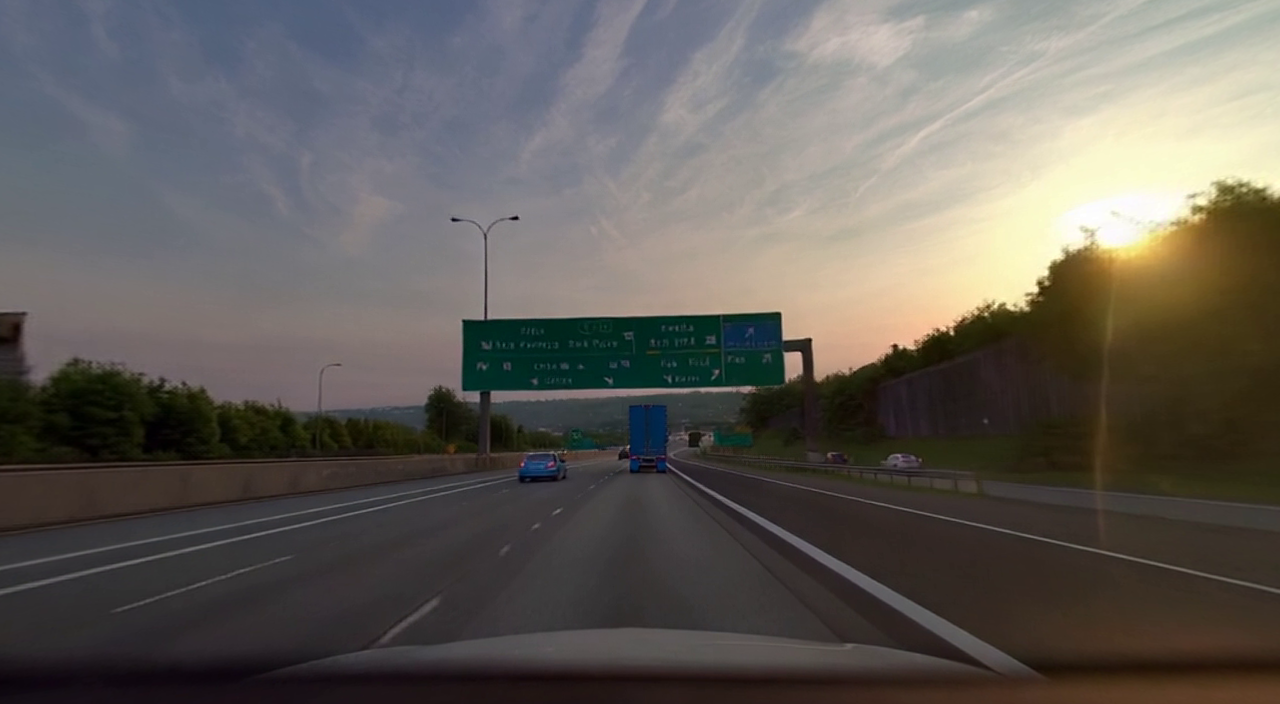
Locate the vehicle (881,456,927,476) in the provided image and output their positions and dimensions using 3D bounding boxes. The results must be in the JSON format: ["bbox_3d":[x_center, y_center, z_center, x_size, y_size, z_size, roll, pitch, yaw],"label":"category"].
[{"bbox_3d":[20.247,8.706,48.431,1.857,1.407,3.719,0,-9,0],"label":"vehicle"}]

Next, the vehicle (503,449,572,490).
[{"bbox_3d":[-3.959,4.598,25.099,1.931,1.466,4.458,0,-9,1],"label":"vehicle"}]

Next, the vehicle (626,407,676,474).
[{"bbox_3d":[0.790,6.222,43.793,3.022,4.072,10.318,0,-9,1],"label":"vehicle"}]
